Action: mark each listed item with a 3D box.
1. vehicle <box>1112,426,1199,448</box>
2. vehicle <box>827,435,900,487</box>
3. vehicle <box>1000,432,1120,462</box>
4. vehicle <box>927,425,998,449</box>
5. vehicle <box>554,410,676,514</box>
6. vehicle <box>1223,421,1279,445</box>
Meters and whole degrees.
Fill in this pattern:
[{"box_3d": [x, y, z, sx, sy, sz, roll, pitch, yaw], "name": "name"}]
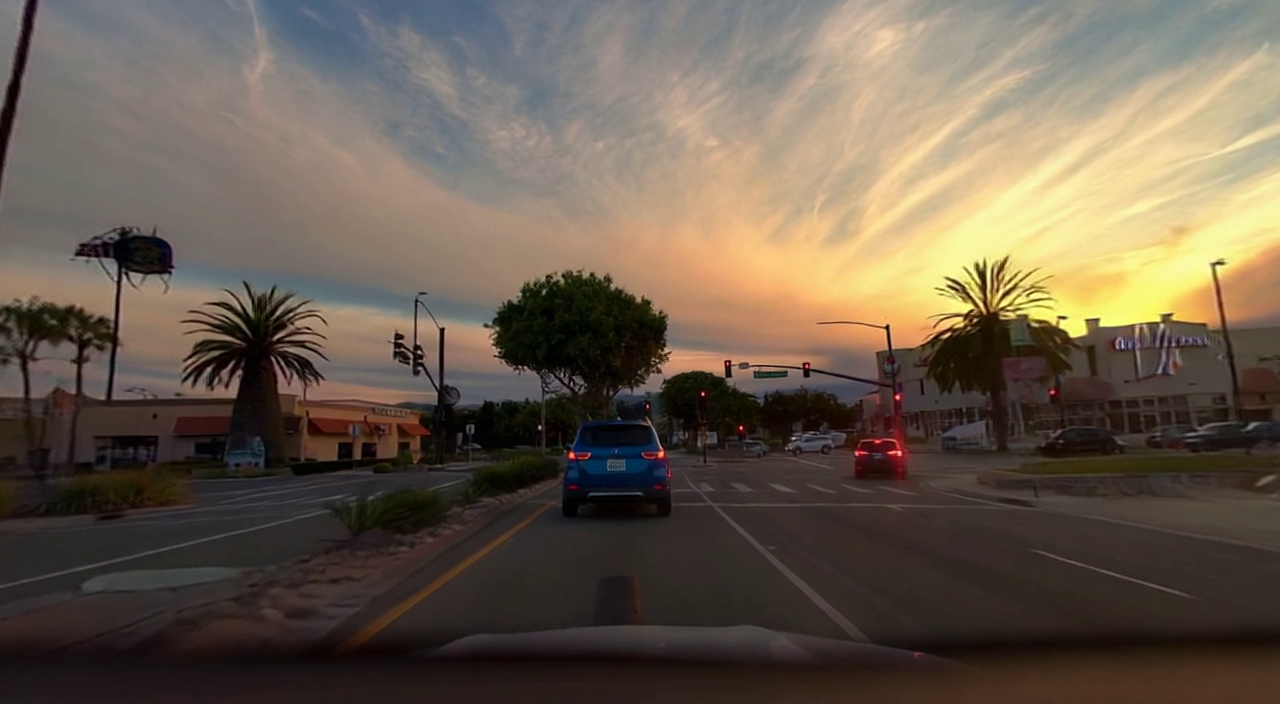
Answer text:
[{"box_3d": [36.767, 6.100, 45.224, 4.551, 1.471, 1.800, -5, -10, 32], "name": "vehicle"}, {"box_3d": [7.604, 3.718, 21.929, 2.086, 1.560, 4.542, -2, -9, 16], "name": "vehicle"}, {"box_3d": [21.229, 4.804, 32.041, 4.745, 1.474, 1.923, 0, -8, -3], "name": "vehicle"}, {"box_3d": [25.007, 6.641, 49.021, 4.641, 1.778, 1.958, -6, -10, 33], "name": "vehicle"}, {"box_3d": [-0.462, 2.394, 14.155, 2.263, 1.932, 4.709, 0, -8, 0], "name": "vehicle"}, {"box_3d": [39.512, 5.065, 39.246, 4.527, 1.458, 1.778, -6, -10, 34], "name": "vehicle"}]
